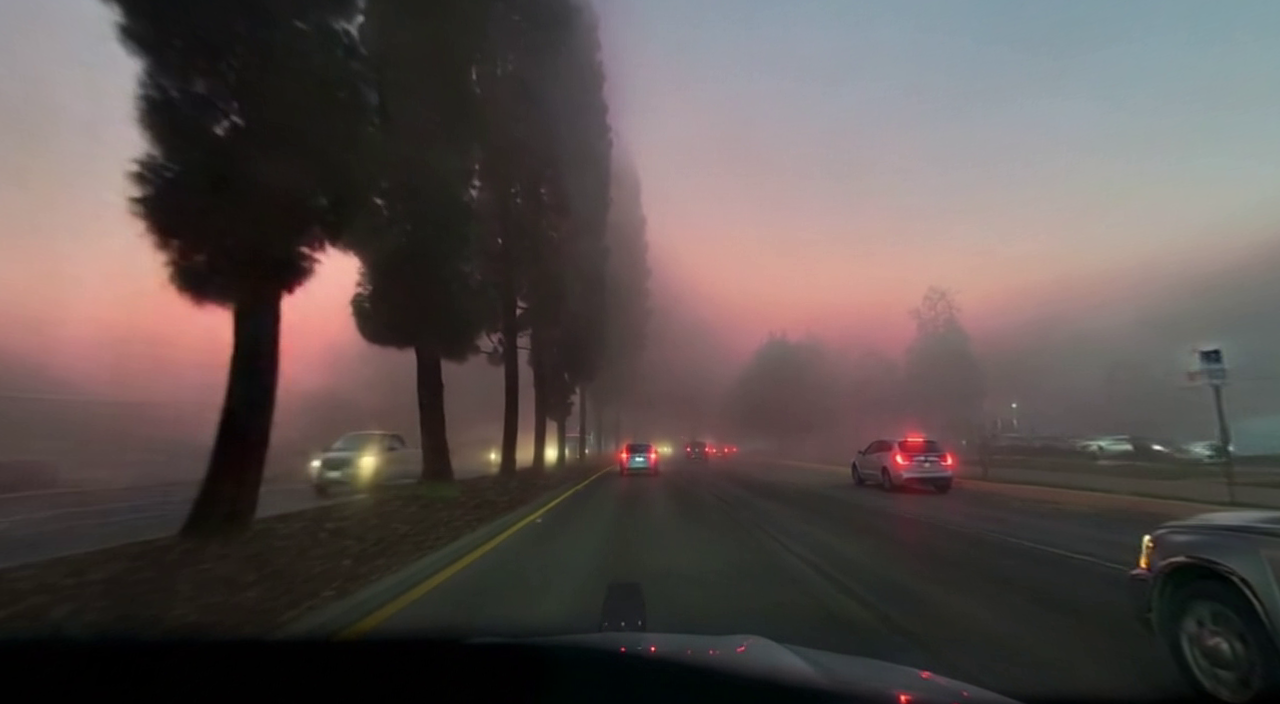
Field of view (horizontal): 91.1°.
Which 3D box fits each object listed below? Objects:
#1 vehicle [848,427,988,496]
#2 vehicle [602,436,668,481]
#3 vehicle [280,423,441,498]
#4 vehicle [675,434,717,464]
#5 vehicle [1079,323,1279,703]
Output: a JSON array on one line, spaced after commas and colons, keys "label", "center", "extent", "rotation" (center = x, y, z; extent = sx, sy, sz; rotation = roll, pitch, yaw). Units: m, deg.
[{"label": "vehicle", "center": [7.912, 3.148, 18.418], "extent": [2.090, 1.768, 4.407], "rotation": [0, -8, 1]}, {"label": "vehicle", "center": [-0.138, 4.038, 24.062], "extent": [2.315, 1.563, 4.080], "rotation": [0, -8, 1]}, {"label": "vehicle", "center": [-8.189, 3.247, 19.189], "extent": [2.262, 1.920, 5.604], "rotation": [0, -8, 1]}, {"label": "vehicle", "center": [4.179, 7.400, 47.900], "extent": [2.716, 2.131, 5.766], "rotation": [0, -8, 1]}, {"label": "vehicle", "center": [3.516, 0.600, 1.206], "extent": [2.090, 1.763, 4.560], "rotation": [0, -8, 1]}]
